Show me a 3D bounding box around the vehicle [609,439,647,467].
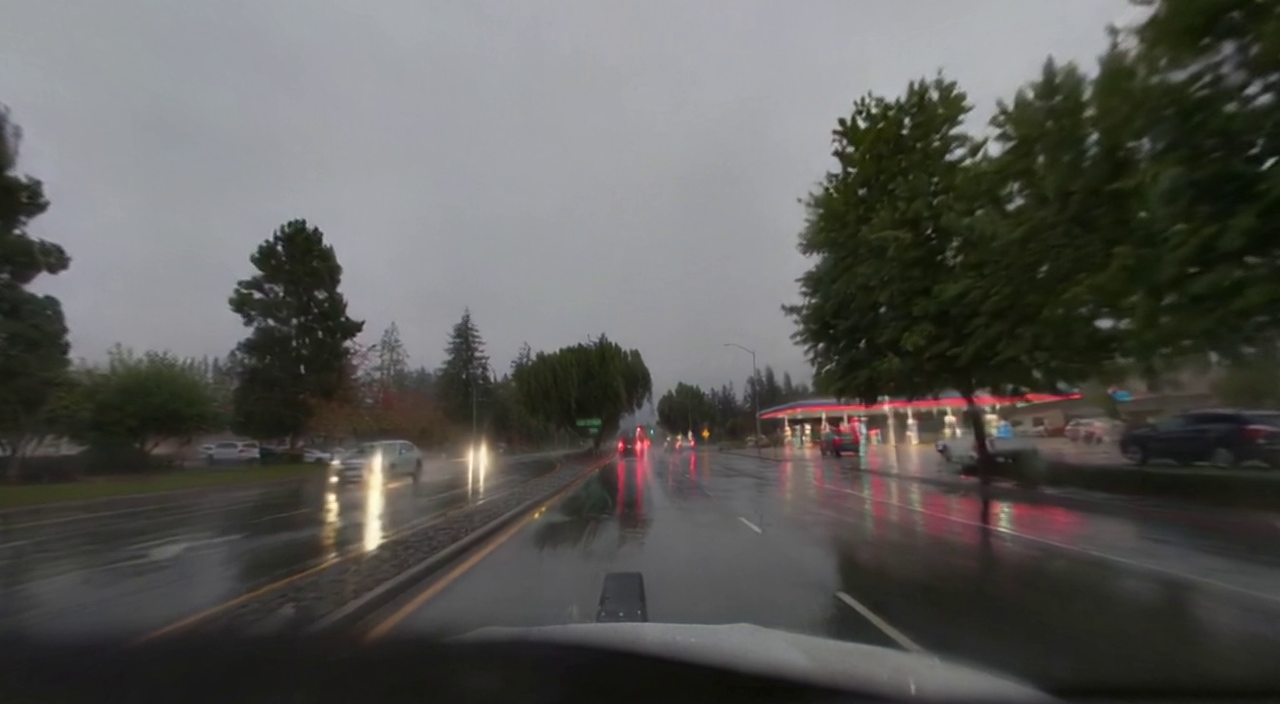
[{"bbox_3d":[-0.646,5.712,35.978,2.052,1.488,3.779,0,-8,-1],"label":"vehicle"}]

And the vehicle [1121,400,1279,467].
[{"bbox_3d":[19.639,2.816,21.503,2.266,1.973,5.443,0,-8,1],"label":"vehicle"}]

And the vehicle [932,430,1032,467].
[{"bbox_3d":[15.145,4.318,28.305,2.001,1.479,4.696,0,-9,2],"label":"vehicle"}]

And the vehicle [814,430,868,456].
[{"bbox_3d":[15.145,6.919,47.901,2.368,1.868,4.724,0,-9,-1],"label":"vehicle"}]

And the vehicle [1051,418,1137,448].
[{"bbox_3d":[33.510,6.071,46.895,2.355,2.034,5.438,0,-8,0],"label":"vehicle"}]

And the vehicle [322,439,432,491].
[{"bbox_3d":[-9.274,3.994,22.746,2.121,1.677,4.324,0,-9,0],"label":"vehicle"}]
